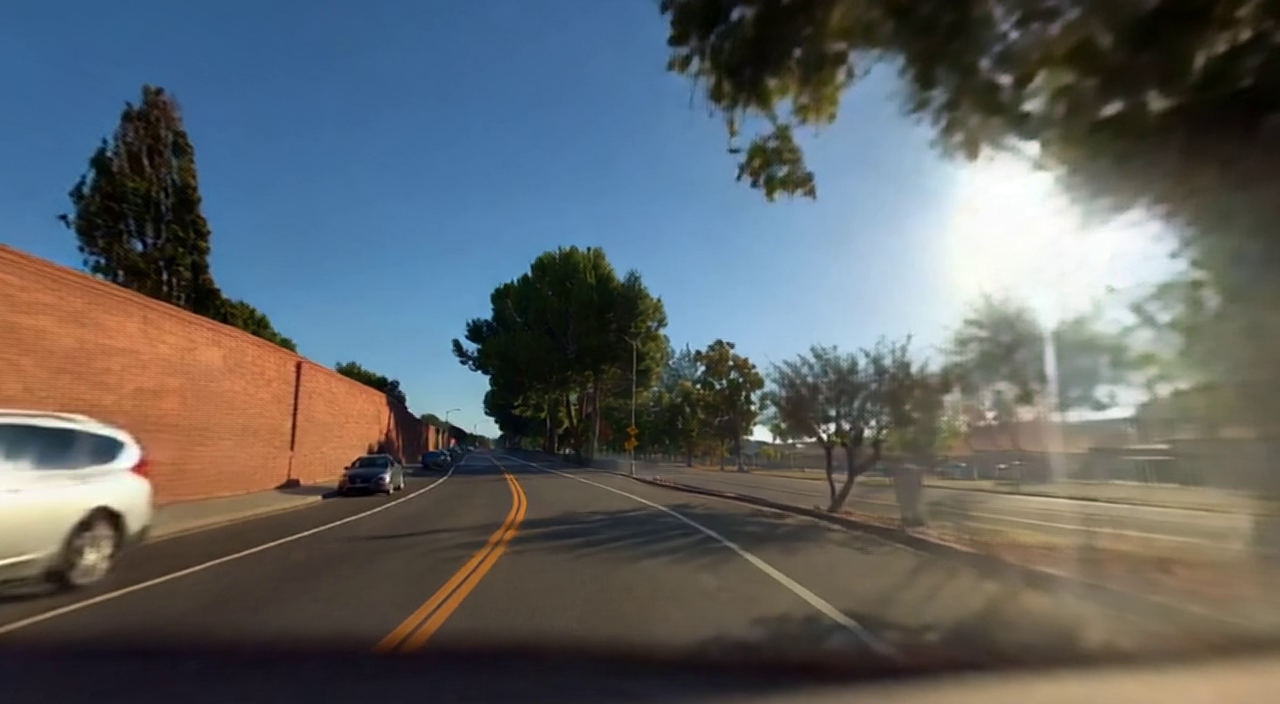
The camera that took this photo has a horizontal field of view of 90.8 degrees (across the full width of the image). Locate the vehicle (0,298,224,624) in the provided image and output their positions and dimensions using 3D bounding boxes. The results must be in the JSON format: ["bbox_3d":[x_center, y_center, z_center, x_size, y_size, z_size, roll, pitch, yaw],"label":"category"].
[{"bbox_3d":[-6.587,1.057,6.003,2.376,2.668,4.883,-2,-8,-7],"label":"vehicle"}]

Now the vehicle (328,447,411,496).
[{"bbox_3d":[-9.362,4.133,22.231,1.877,1.507,4.363,3,-9,-13],"label":"vehicle"}]

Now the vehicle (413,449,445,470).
[{"bbox_3d":[-16.207,8.262,48.720,1.899,1.485,4.593,4,-9,-14],"label":"vehicle"}]
